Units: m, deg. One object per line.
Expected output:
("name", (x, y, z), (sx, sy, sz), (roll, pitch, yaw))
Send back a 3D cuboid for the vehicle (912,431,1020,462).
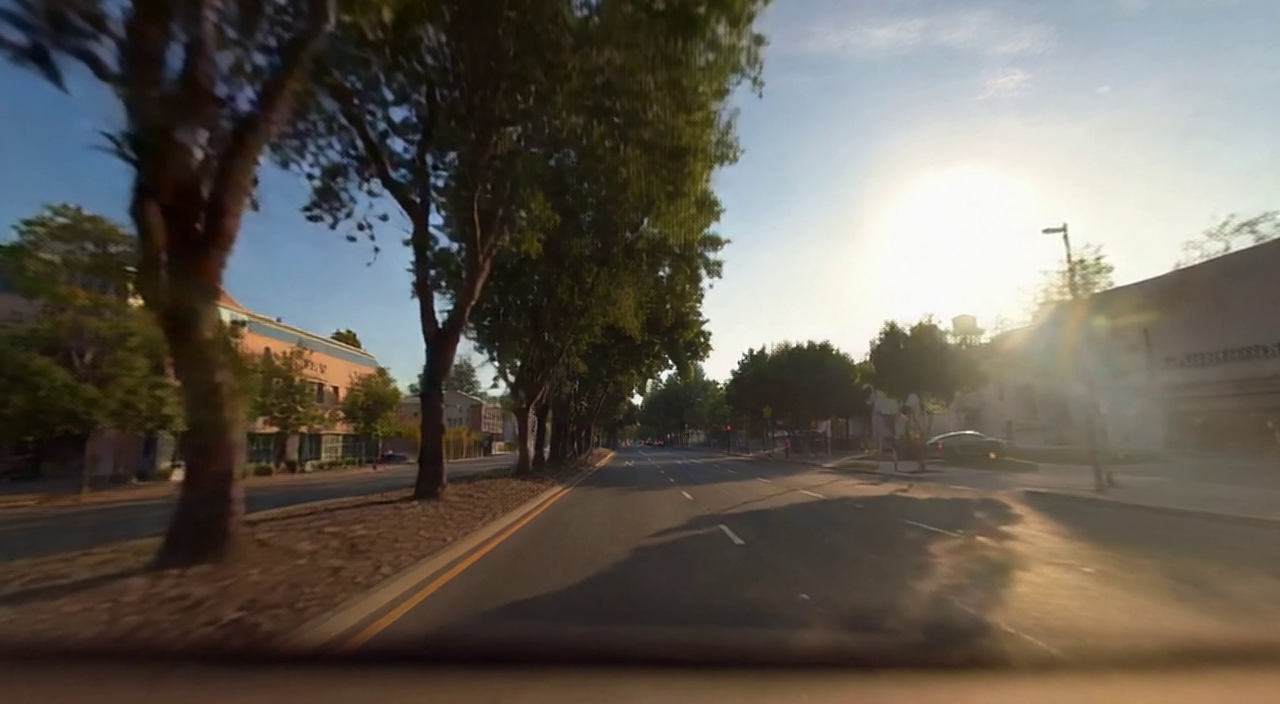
("vehicle", (16.921, 4.921, 32.934), (4.505, 1.498, 2.068), (0, -8, -3))
